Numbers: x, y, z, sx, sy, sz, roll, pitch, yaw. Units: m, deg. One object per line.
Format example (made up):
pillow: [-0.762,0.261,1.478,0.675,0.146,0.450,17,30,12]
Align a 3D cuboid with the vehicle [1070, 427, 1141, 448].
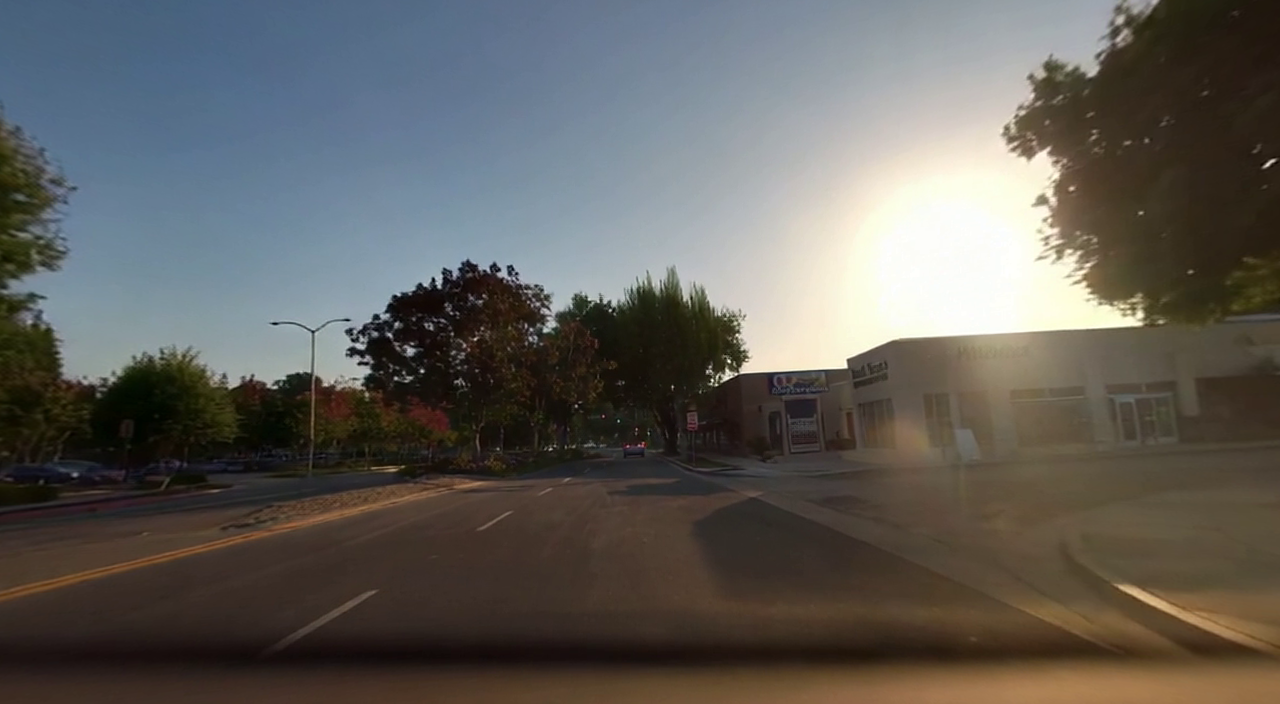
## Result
vehicle: [33.072,6.078,44.706,4.411,1.457,2.013,3,-9,-24]
